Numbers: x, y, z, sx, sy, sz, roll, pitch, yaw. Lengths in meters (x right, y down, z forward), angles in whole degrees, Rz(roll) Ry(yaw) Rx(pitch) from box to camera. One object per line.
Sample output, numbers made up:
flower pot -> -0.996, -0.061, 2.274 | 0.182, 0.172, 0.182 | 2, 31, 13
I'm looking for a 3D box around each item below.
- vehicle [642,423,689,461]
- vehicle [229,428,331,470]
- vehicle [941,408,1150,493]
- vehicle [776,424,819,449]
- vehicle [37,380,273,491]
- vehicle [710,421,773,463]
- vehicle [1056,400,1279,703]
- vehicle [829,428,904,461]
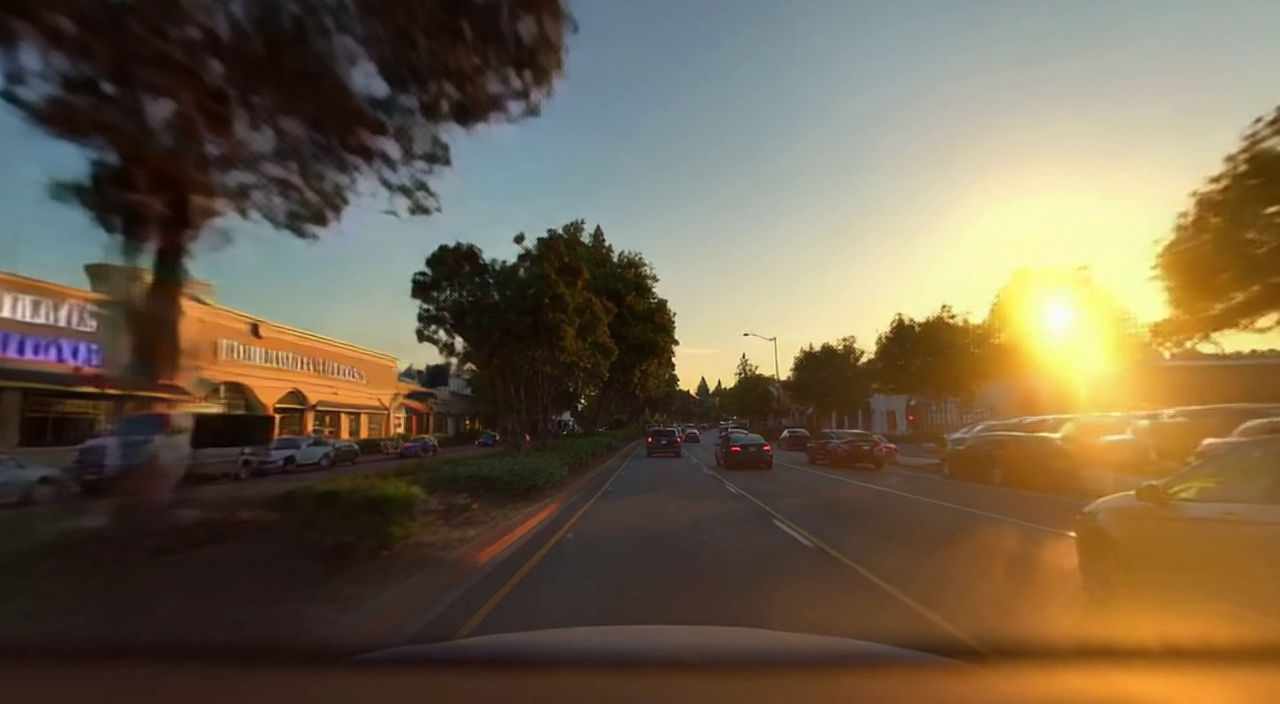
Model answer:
vehicle -> 1.199, 4.268, 29.877 | 2.098, 1.682, 3.778 | 0, -8, 2
vehicle -> -18.083, 4.907, 31.933 | 1.948, 1.965, 5.421 | 0, -8, 0
vehicle -> 10.849, 2.710, 17.498 | 2.318, 1.974, 5.282 | 0, -8, 1
vehicle -> 11.566, 6.260, 46.324 | 2.123, 1.726, 4.520 | 0, -8, 2
vehicle -> -18.100, 3.267, 24.377 | 2.811, 3.604, 7.566 | 0, -8, 2
vehicle -> 4.393, 4.003, 27.838 | 2.115, 1.692, 4.189 | 0, -8, 1
vehicle -> 3.926, 0.856, 2.182 | 1.908, 1.463, 4.506 | 0, -8, 1
vehicle -> 11.471, 4.721, 32.142 | 2.110, 1.535, 4.506 | 0, -8, -1
